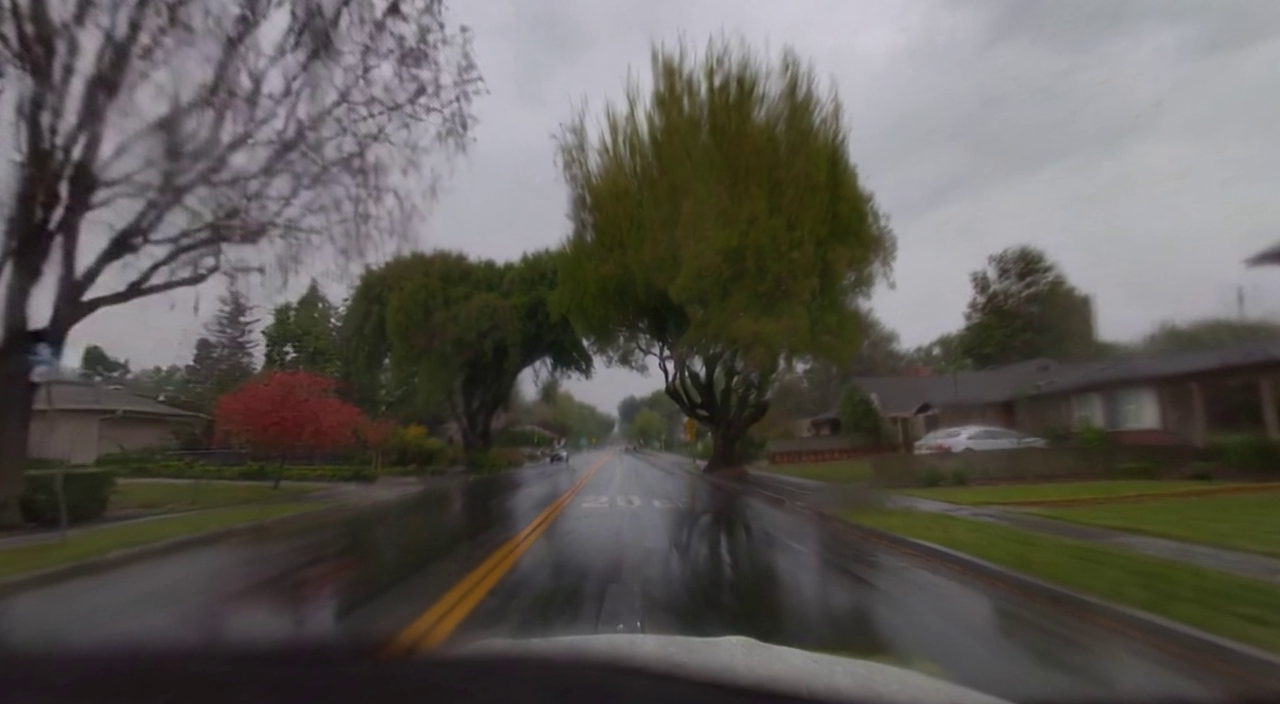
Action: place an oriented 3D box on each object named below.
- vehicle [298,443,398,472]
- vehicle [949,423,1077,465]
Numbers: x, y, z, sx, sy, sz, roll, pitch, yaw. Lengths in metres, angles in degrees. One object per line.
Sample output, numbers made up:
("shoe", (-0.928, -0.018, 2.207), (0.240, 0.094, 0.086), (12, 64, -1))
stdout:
("vehicle", (-15.455, 5.625, 33.657), (4.388, 1.449, 1.882), (0, -9, -3))
("vehicle", (15.845, 3.933, 26.987), (4.198, 1.697, 1.984), (1, -9, -5))
